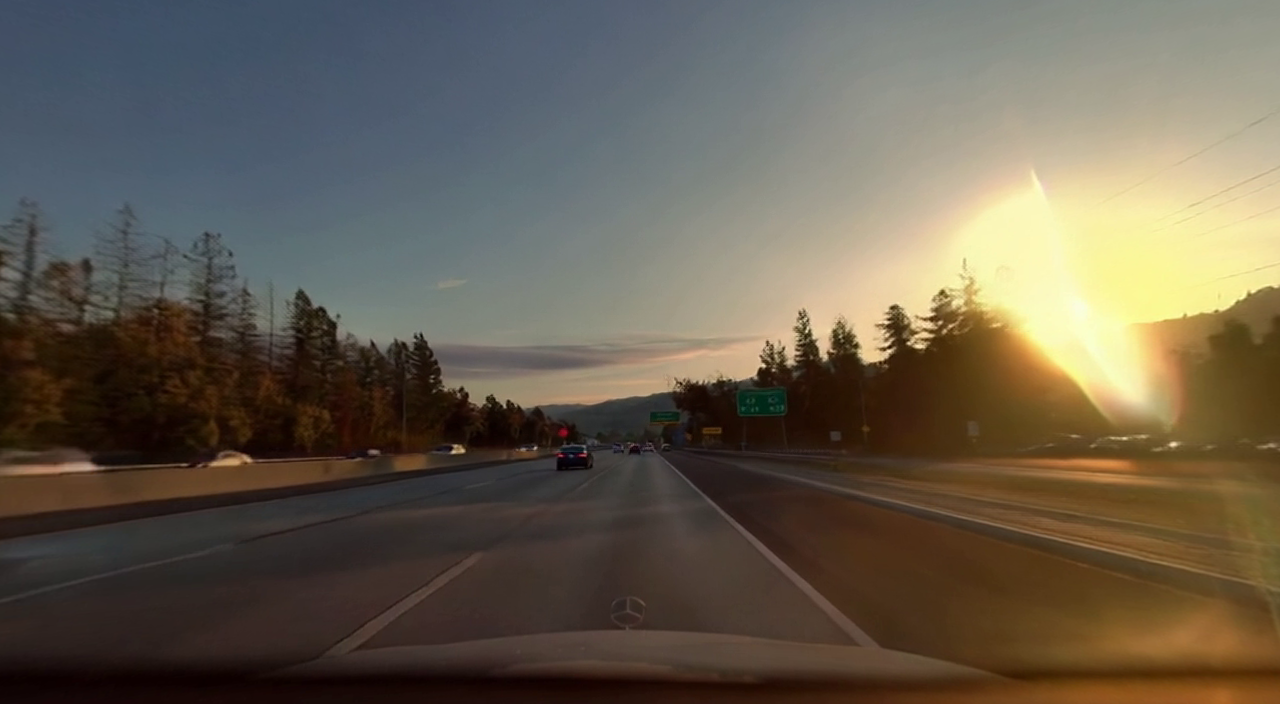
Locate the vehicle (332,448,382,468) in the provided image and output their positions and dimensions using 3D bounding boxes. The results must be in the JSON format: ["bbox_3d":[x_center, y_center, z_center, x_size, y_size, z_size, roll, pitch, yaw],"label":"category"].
[{"bbox_3d":[-21.734,8.145,48.567,1.784,1.482,4.400,0,-9,1],"label":"vehicle"}]

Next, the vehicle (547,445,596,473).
[{"bbox_3d":[-3.566,5.683,33.611,2.048,1.368,4.613,0,-9,1],"label":"vehicle"}]

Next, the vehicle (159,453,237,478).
[{"bbox_3d":[-29.169,7.458,41.760,1.981,1.497,4.379,0,-9,1],"label":"vehicle"}]
